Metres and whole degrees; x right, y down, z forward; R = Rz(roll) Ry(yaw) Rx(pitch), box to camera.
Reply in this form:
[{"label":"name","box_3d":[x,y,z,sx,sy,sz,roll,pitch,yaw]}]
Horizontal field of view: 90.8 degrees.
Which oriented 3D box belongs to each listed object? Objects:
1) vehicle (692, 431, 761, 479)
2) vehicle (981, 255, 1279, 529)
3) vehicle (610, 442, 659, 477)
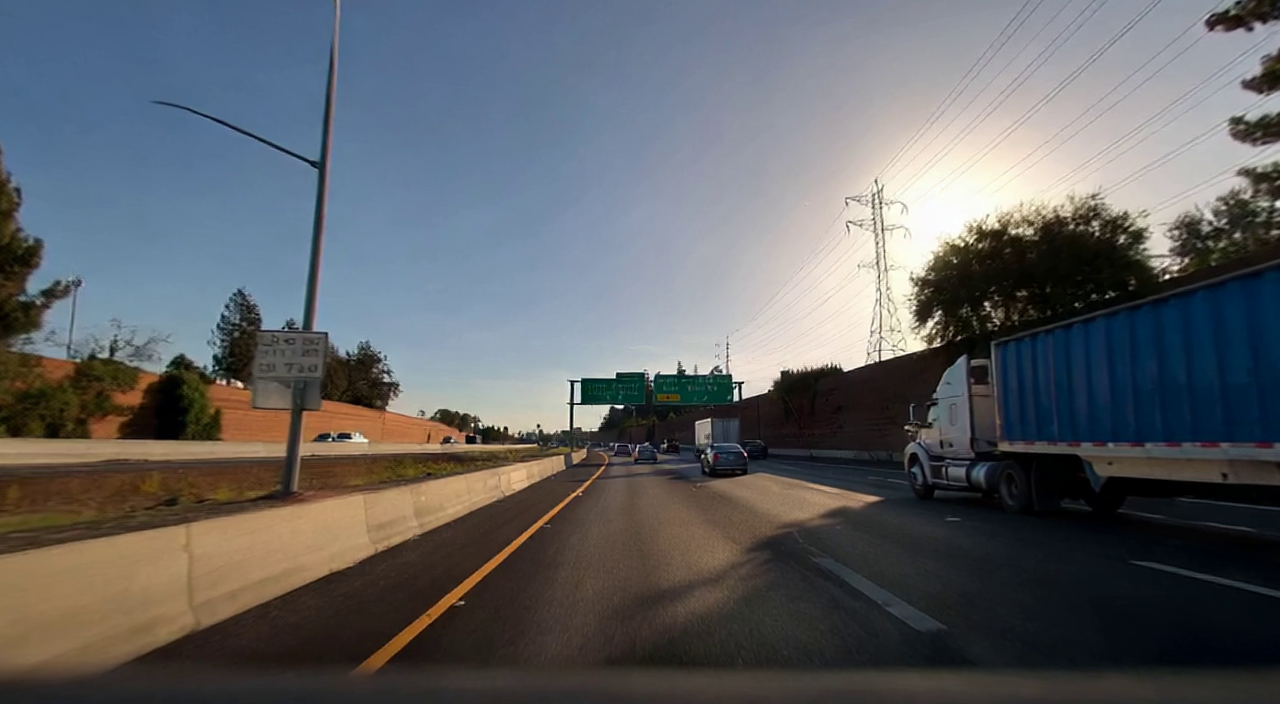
[{"label":"vehicle","box_3d":[3.569,4.395,27.073,2.114,1.849,4.692,0,-9,-2]},{"label":"vehicle","box_3d":[11.229,0.660,10.012,2.914,4.134,15.553,0,-9,0]},{"label":"vehicle","box_3d":[-0.274,4.868,28.883,2.083,1.477,3.965,0,-9,-1]}]
